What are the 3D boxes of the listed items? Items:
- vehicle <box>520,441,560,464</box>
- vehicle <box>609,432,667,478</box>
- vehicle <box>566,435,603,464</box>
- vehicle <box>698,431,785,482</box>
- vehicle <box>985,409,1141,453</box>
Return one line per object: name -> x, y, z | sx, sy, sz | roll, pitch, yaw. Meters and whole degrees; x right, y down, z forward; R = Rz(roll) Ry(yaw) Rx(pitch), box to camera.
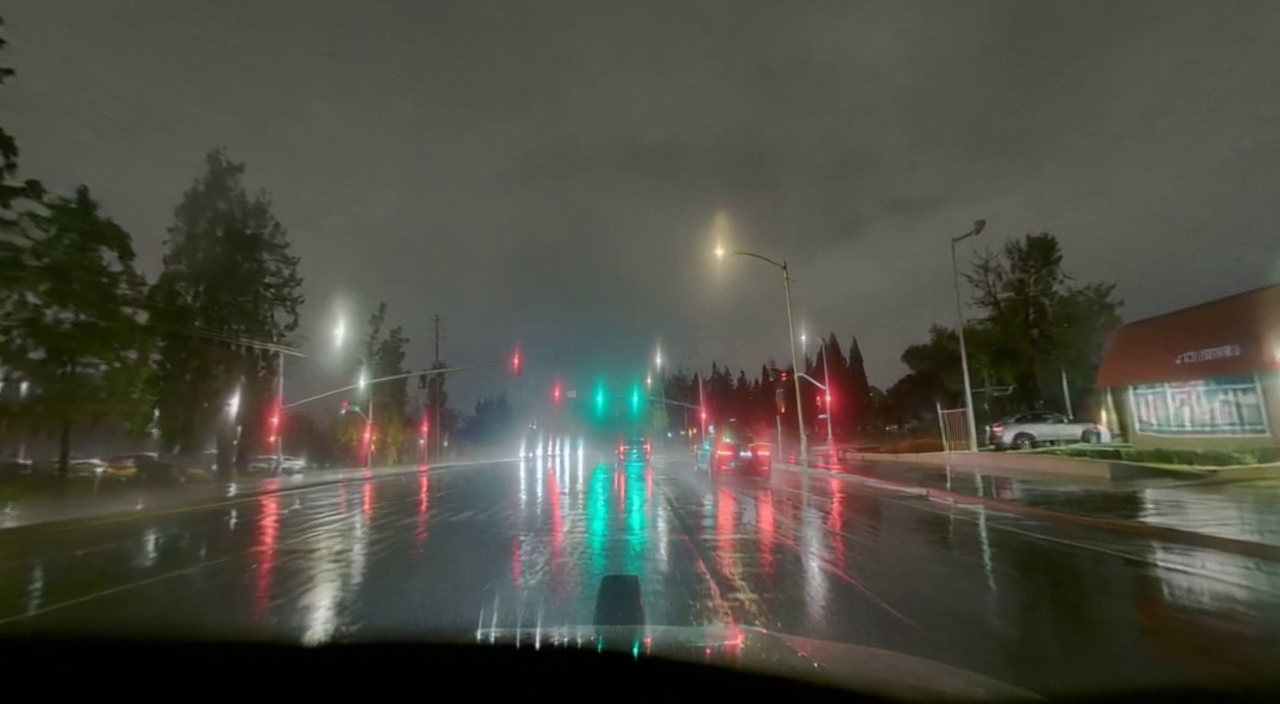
vehicle -> -6.686, 6.771, 42.673 | 1.954, 1.473, 4.350 | 0, -9, 1
vehicle -> -0.153, 4.137, 25.599 | 2.146, 1.685, 4.003 | 0, -9, -2
vehicle -> -3.623, 6.467, 42.007 | 2.106, 1.778, 4.444 | 0, -9, 0
vehicle -> 3.524, 3.748, 22.927 | 2.198, 1.660, 4.512 | 0, -9, -3
vehicle -> 15.627, 2.978, 23.572 | 4.344, 1.512, 1.936 | -1, -9, 5
